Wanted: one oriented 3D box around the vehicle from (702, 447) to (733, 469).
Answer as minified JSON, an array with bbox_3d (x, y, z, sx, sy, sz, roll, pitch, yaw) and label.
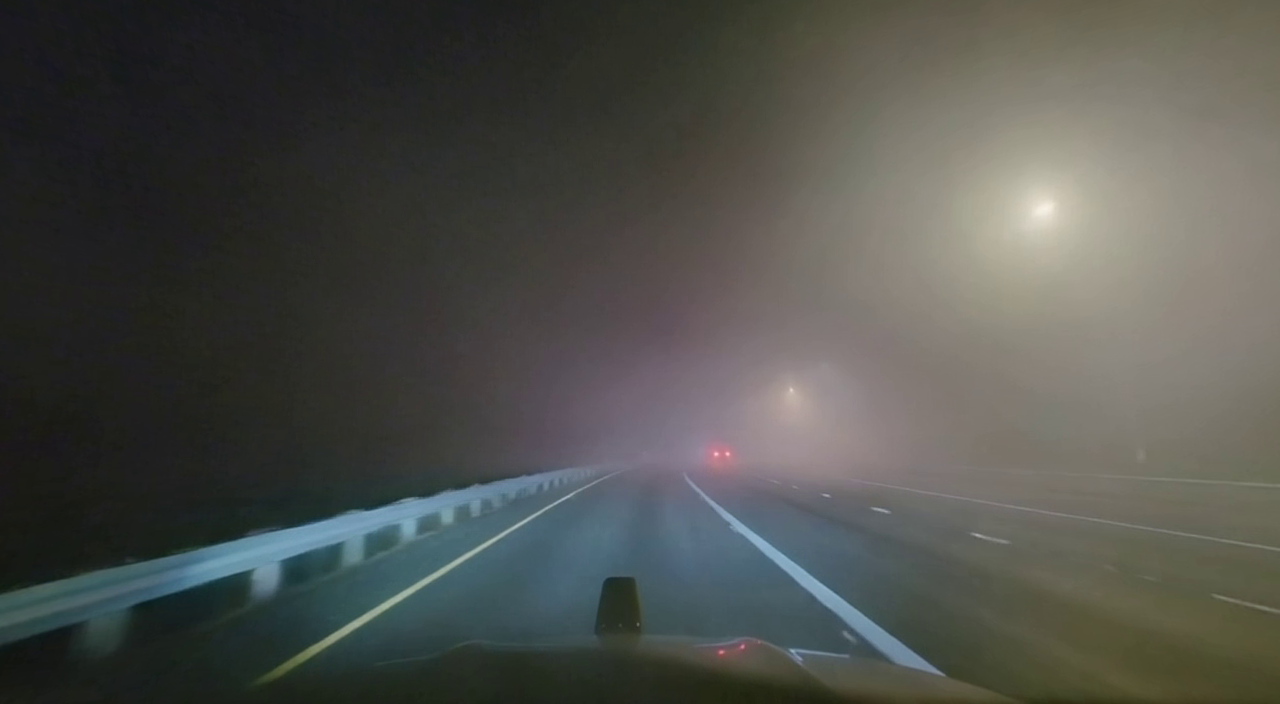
[{"bbox_3d":[5.467,7.541,45.135,1.874,1.506,4.116,-1,-9,3],"label":"vehicle"}]
